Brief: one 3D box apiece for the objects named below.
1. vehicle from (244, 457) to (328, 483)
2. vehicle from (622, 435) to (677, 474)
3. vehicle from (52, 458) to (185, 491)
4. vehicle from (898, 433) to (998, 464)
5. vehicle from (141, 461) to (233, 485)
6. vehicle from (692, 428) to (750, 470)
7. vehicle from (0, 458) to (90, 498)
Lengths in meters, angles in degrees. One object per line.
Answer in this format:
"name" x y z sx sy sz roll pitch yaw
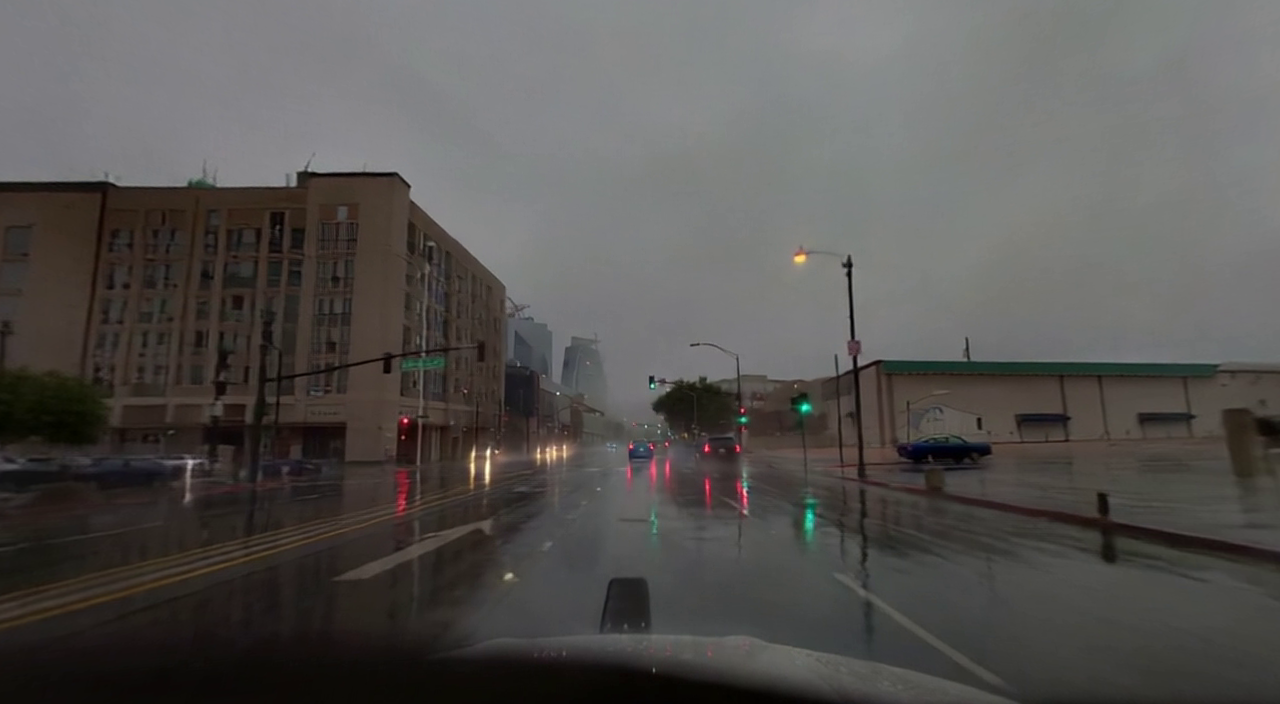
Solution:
"vehicle" -23.684 7.894 42.244 4.404 1.618 1.968 0 -9 1
"vehicle" 0.350 4.504 27.891 2.245 1.587 4.094 0 -9 -1
"vehicle" -25.783 6.043 31.317 4.499 1.503 2.151 1 -9 -6
"vehicle" 17.349 5.435 35.627 4.556 1.693 2.030 0 -8 -1
"vehicle" -30.166 8.037 42.063 4.452 1.517 2.095 0 -9 2
"vehicle" 3.908 4.815 31.388 2.159 1.938 4.836 0 -9 -1
"vehicle" -31.154 6.410 31.963 2.028 1.656 5.029 -7 -8 1
